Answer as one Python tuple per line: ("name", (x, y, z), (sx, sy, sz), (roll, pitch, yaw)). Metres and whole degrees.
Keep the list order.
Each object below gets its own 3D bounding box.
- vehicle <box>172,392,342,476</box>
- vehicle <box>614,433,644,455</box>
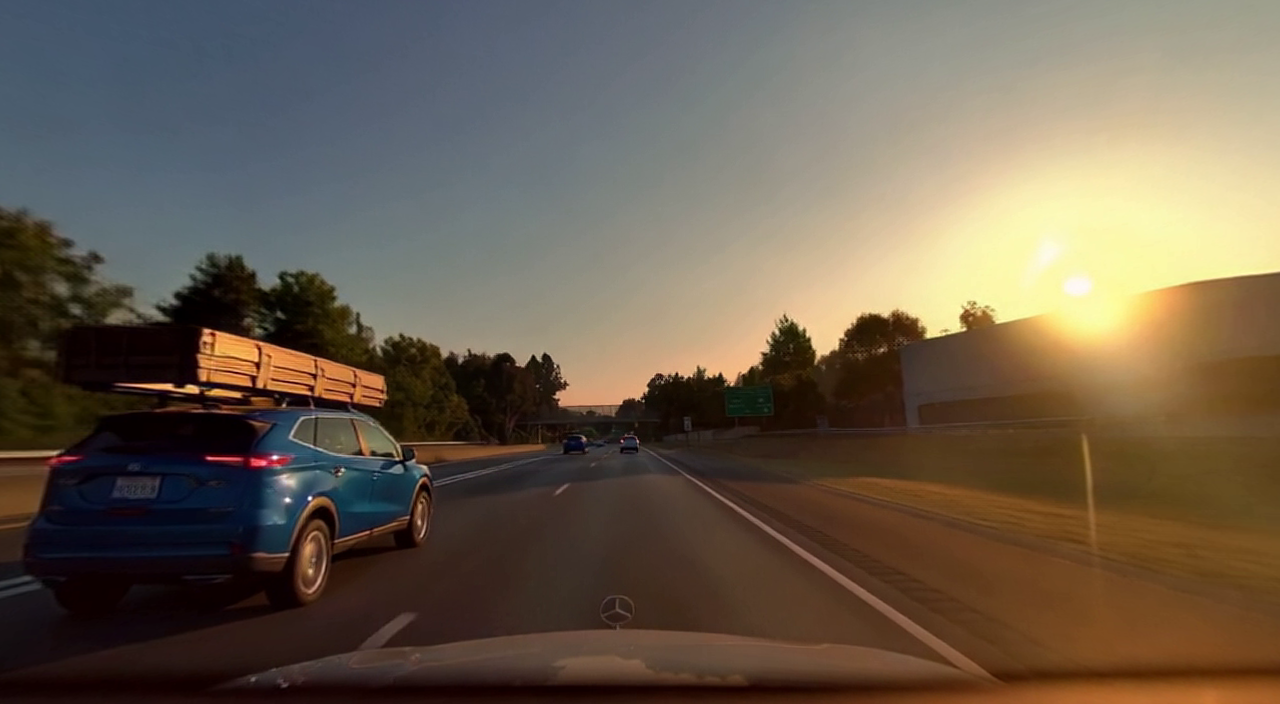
("vehicle", (-16.983, 3.768, 28.829), (2.817, 3.312, 7.812), (0, -8, 0))
("vehicle", (-0.828, 6.963, 47.825), (2.151, 1.618, 3.898), (0, -8, -1))
